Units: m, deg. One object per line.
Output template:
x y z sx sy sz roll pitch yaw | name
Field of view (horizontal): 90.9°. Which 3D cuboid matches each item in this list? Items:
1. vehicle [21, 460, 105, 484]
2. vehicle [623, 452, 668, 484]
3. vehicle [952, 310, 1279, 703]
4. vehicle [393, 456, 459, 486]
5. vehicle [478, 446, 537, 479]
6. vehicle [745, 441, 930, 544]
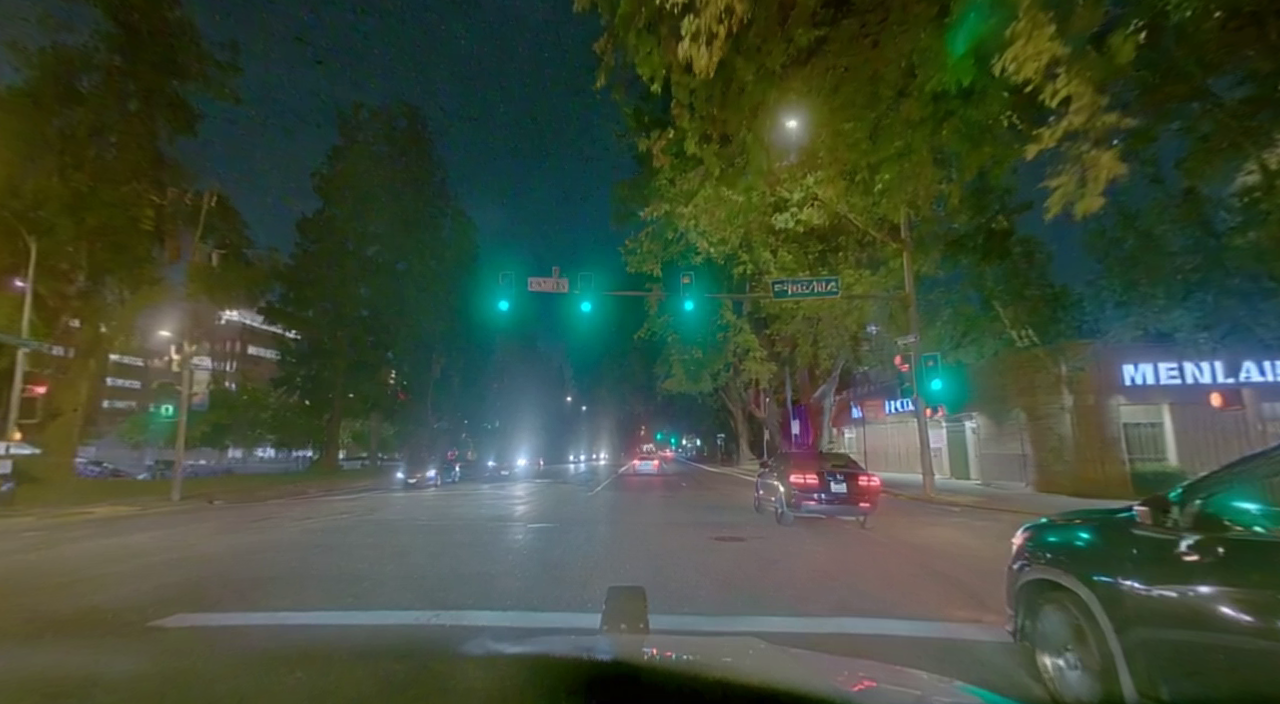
-44.392 9.238 48.567 4.430 1.765 2.075 0 -8 1 | vehicle
0.239 5.376 29.463 1.945 1.343 3.827 0 -8 0 | vehicle
3.099 0.724 1.810 2.143 1.759 4.531 0 -8 1 | vehicle
-11.949 6.642 35.507 2.022 1.459 4.670 0 -8 1 | vehicle
-8.179 6.852 39.557 2.329 1.921 5.842 0 -8 1 | vehicle
3.285 2.398 11.454 1.989 1.498 4.050 0 -8 -1 | vehicle
